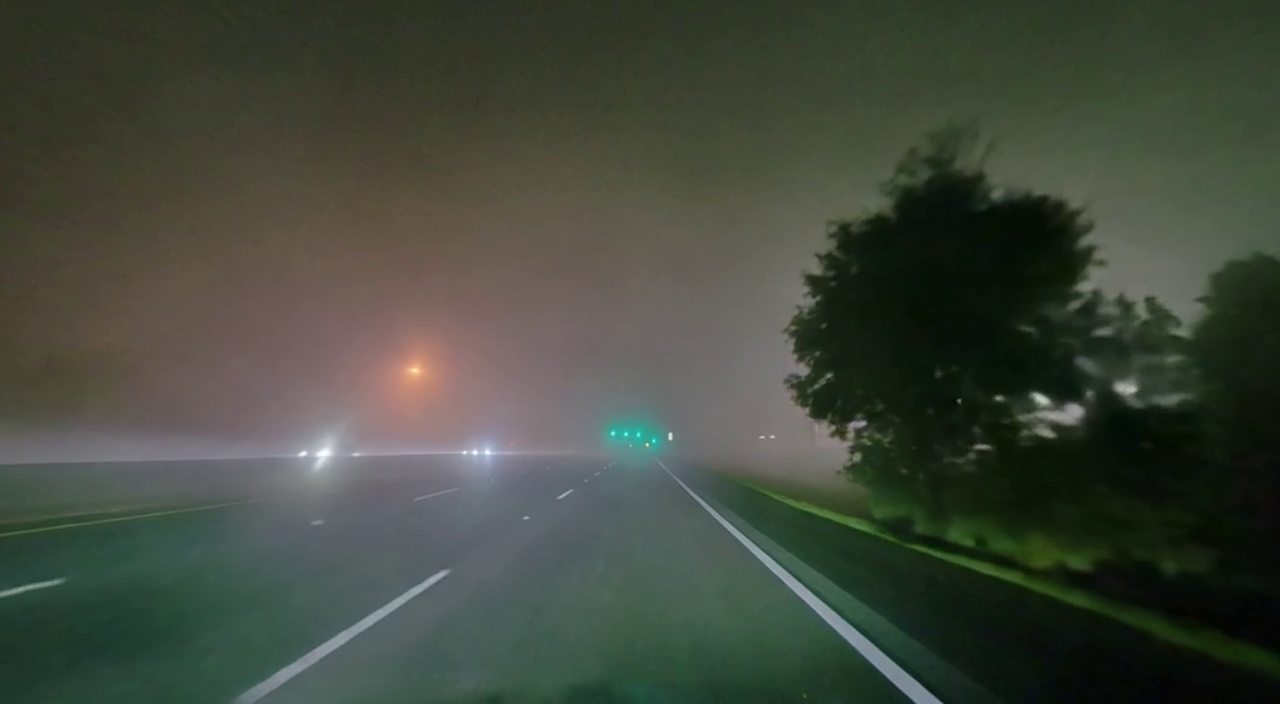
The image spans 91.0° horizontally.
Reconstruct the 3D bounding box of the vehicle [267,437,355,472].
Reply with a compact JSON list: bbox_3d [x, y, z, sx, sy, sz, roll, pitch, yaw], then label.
[{"bbox_3d":[-23.617,7.382,45.624,2.507,2.343,6.755,0,-9,2],"label":"vehicle"}]
